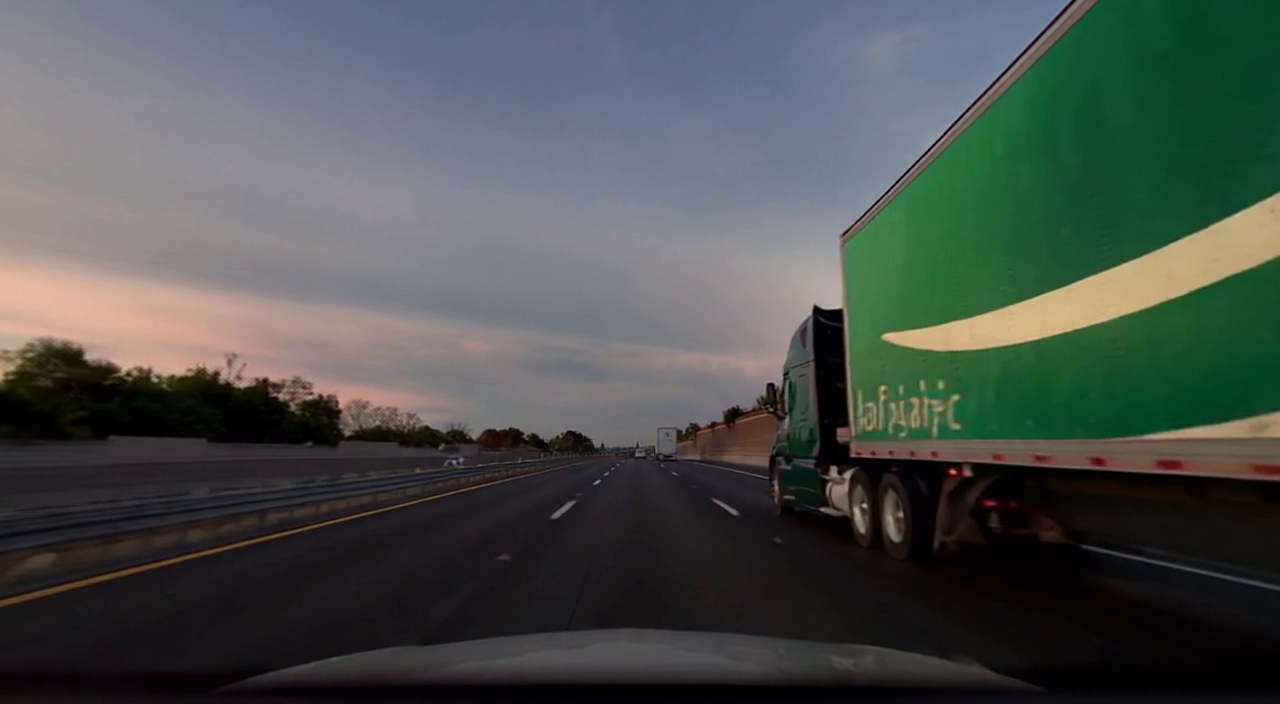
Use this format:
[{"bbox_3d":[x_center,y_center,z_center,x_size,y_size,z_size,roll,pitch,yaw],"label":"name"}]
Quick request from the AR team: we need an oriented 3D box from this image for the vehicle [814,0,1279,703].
[{"bbox_3d":[4.063,-0.546,0.726,2.928,4.021,17.190,0,-9,0],"label":"vehicle"}]
